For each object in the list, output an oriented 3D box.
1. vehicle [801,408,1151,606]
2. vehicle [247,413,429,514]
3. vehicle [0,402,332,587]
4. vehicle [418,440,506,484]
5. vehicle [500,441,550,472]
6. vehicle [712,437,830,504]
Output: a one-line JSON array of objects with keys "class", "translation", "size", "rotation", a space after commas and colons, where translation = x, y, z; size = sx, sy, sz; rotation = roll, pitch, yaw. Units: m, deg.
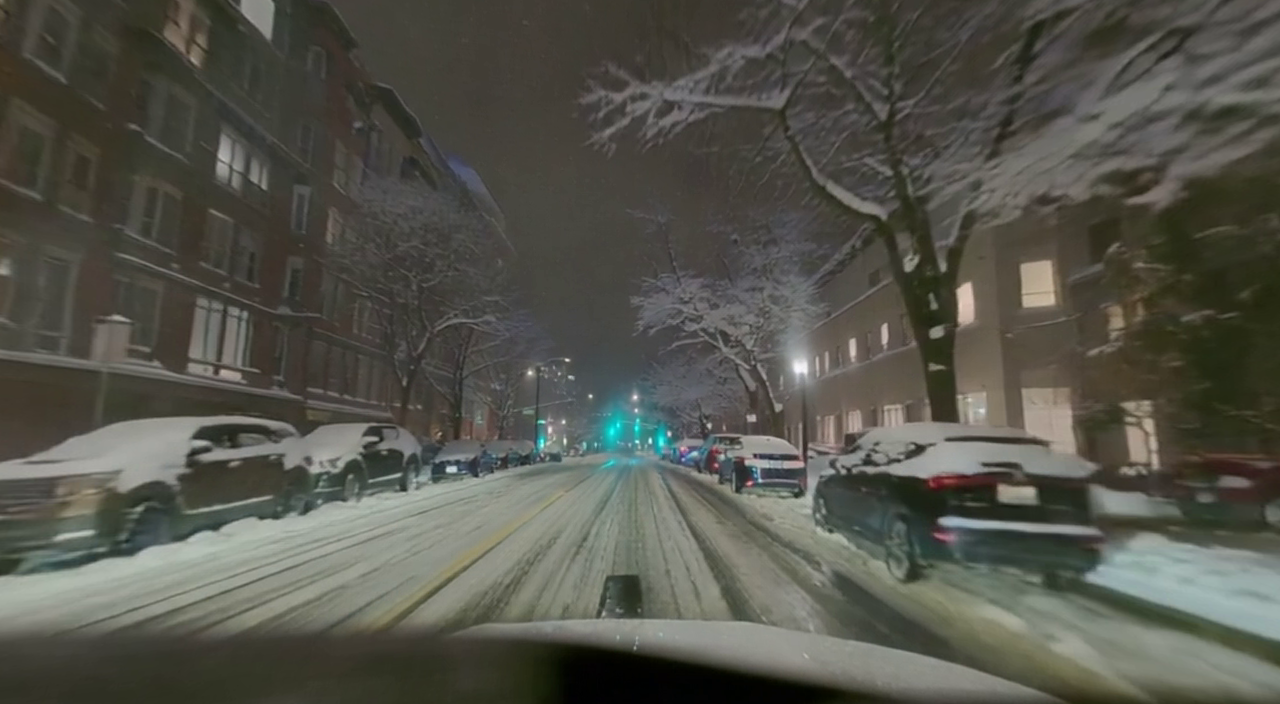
[{"class": "vehicle", "translation": [3.379, 1.612, 7.446], "size": [1.828, 1.664, 4.035], "rotation": [0, -8, -1]}, {"class": "vehicle", "translation": [-6.695, 2.522, 14.764], "size": [2.008, 1.969, 4.740], "rotation": [0, -8, -2]}, {"class": "vehicle", "translation": [-6.625, 1.782, 8.804], "size": [2.224, 1.849, 4.772], "rotation": [0, -8, 0]}, {"class": "vehicle", "translation": [-6.619, 4.140, 24.125], "size": [1.913, 1.479, 4.714], "rotation": [0, -8, 1]}, {"class": "vehicle", "translation": [-6.567, 6.104, 36.559], "size": [2.033, 1.523, 4.867], "rotation": [-3, -12, 0]}, {"class": "vehicle", "translation": [3.175, 2.972, 16.435], "size": [1.908, 1.461, 4.873], "rotation": [0, -8, -1]}]
